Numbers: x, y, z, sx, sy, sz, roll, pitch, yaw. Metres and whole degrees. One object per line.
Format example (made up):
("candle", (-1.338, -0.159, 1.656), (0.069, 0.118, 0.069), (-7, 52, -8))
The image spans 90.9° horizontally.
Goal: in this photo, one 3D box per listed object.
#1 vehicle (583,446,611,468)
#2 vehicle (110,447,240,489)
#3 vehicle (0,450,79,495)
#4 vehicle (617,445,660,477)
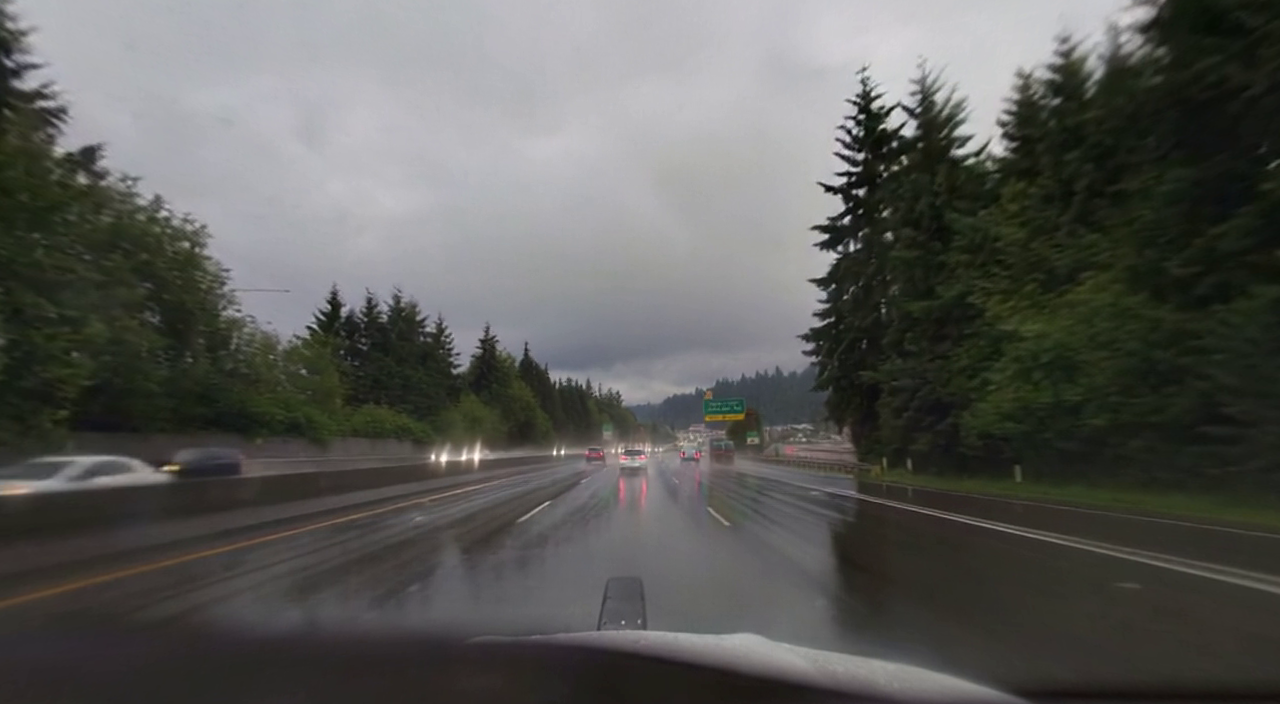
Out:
("vehicle", (-3.234, 7.964, 47.996), (1.874, 1.555, 3.487), (0, -9, 0))
("vehicle", (-17.635, 4.385, 24.180), (1.816, 1.444, 3.962), (-1, -9, 2))
("vehicle", (-21.469, 4.027, 21.164), (1.760, 1.408, 3.672), (-1, -9, 2))
("vehicle", (-0.069, 5.453, 31.713), (2.035, 1.513, 4.272), (0, -9, 0))
